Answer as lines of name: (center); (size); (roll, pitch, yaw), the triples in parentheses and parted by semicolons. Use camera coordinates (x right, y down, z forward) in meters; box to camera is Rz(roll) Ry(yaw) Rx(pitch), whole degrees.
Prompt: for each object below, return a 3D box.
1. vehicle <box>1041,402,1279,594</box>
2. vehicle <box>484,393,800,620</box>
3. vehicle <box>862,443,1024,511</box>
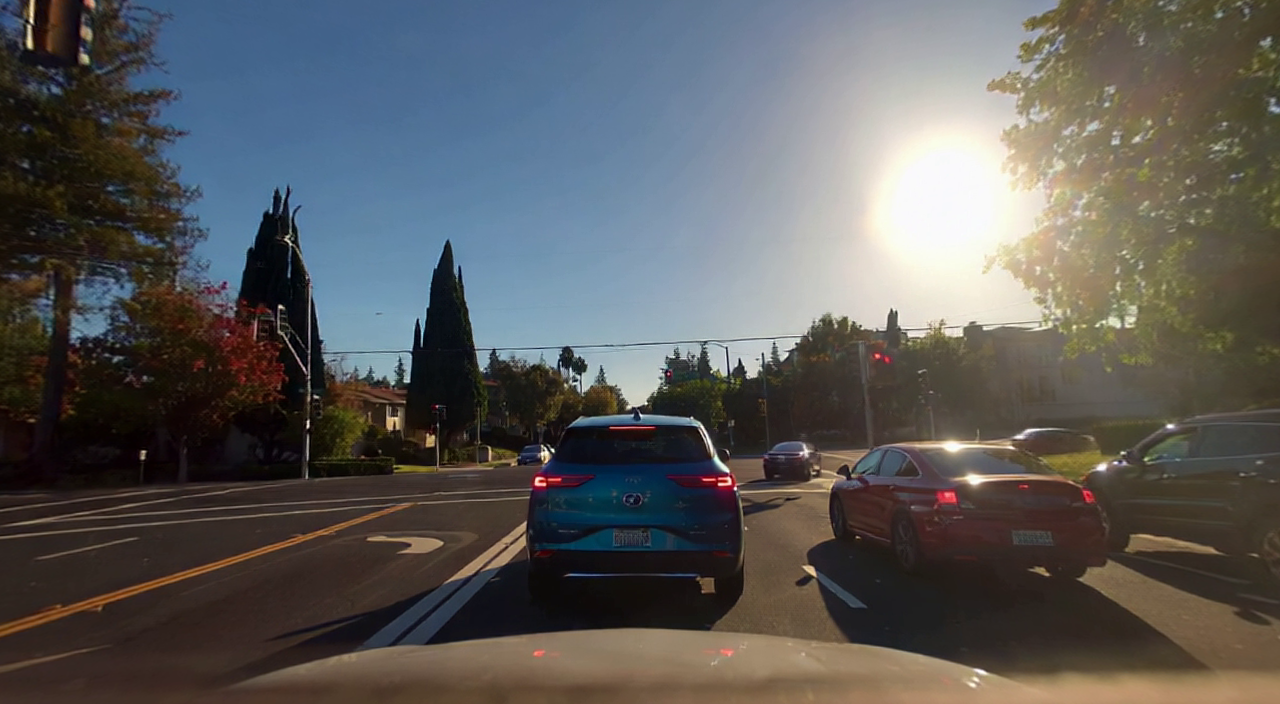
vehicle: (7.032, 1.539, 7.040); (1.989, 1.791, 4.735); (0, -8, 0)
vehicle: (0.047, 1.460, 6.910); (2.322, 1.667, 4.367); (0, -8, 1)
vehicle: (7.301, 3.007, 15.807); (1.860, 1.436, 4.479); (0, -8, 0)
